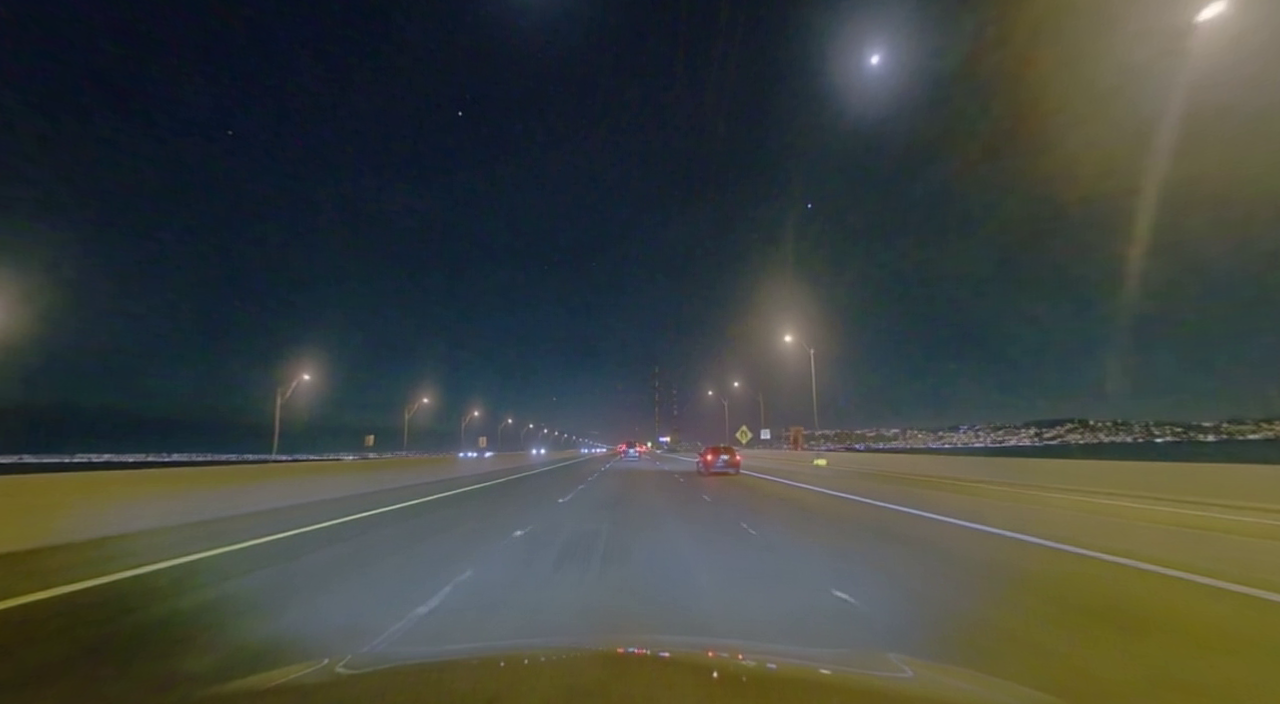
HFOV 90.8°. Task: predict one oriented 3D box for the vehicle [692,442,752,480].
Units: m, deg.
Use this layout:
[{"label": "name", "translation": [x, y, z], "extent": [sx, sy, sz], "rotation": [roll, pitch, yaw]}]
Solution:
[{"label": "vehicle", "translation": [3.454, 4.703, 27.452], "extent": [1.890, 1.490, 4.373], "rotation": [0, -9, -1]}]
